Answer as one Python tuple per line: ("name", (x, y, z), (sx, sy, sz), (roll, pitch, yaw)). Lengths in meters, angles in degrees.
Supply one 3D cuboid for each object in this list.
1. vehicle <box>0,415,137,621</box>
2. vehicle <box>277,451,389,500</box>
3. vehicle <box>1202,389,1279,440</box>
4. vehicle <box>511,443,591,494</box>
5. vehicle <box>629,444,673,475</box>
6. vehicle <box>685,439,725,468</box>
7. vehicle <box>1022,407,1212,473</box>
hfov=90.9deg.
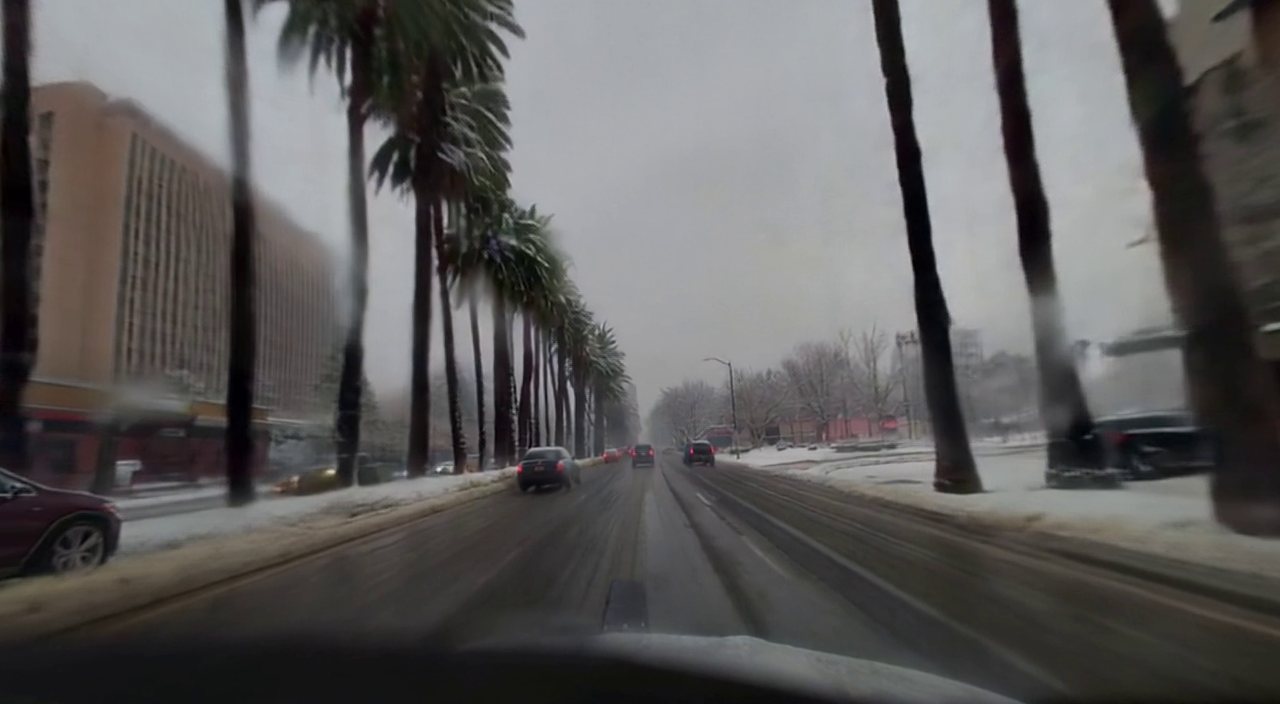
("vehicle", (-6.466, 1.277, 4.447), (2.030, 1.730, 4.506), (-1, -8, 1))
("vehicle", (-11.745, 4.719, 24.541), (2.034, 1.649, 4.577), (0, -8, 0))
("vehicle", (22.212, 2.336, 22.789), (4.554, 1.635, 1.864), (6, -11, -37))
("vehicle", (-2.835, 3.834, 21.103), (1.908, 1.505, 4.369), (-1, -8, 2))
("vehicle", (0.558, 5.612, 33.076), (2.147, 1.507, 3.953), (0, -8, 1))
("vehicle", (4.211, 6.680, 41.698), (2.108, 1.785, 4.334), (0, -8, -1))
("vehicle", (12.113, 2.278, 16.014), (4.378, 1.463, 1.824), (5, -10, -23))
